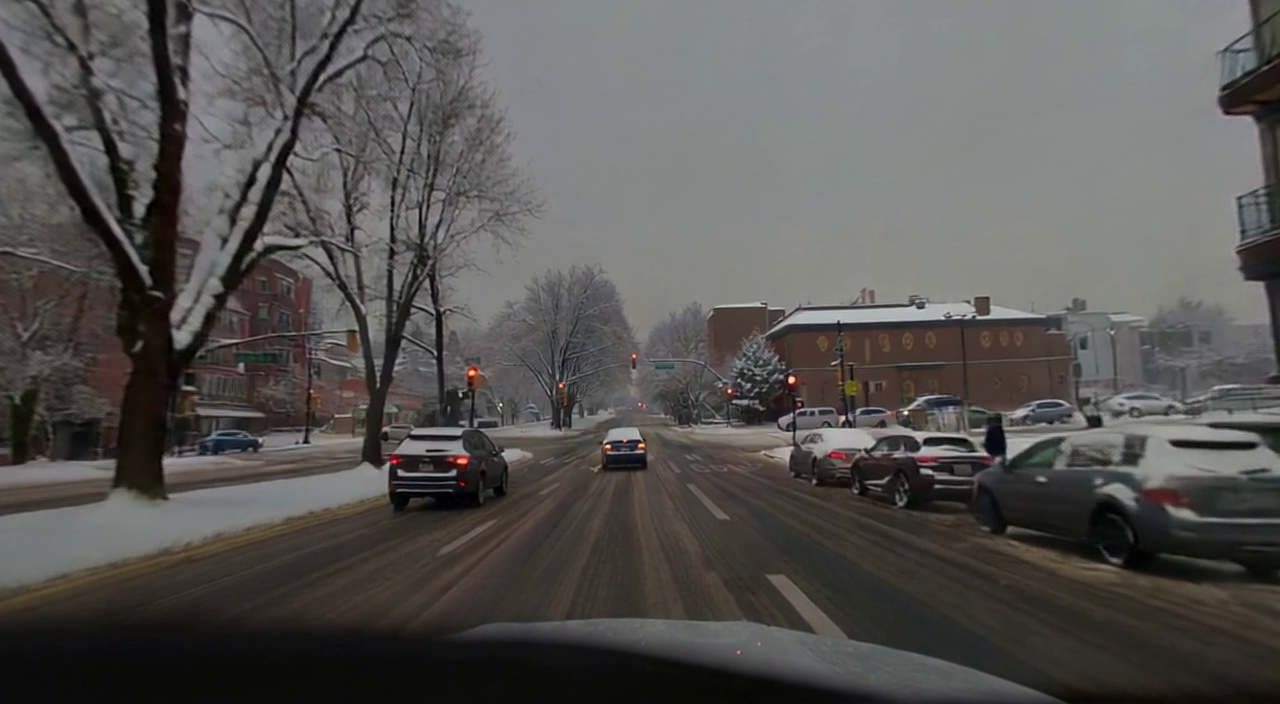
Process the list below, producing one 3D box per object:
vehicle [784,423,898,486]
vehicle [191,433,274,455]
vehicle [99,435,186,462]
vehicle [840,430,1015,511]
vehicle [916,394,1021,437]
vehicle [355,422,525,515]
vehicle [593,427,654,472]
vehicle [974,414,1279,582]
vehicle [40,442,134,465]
[{"bbox_3d":[6.090,3.161,19.760,1.904,1.705,4.510,0,-8,-2],"label":"vehicle"},{"bbox_3d":[-28.192,6.372,43.791,4.453,1.471,1.921,-1,-8,4],"label":"vehicle"},{"bbox_3d":[-34.993,6.822,44.477,4.698,1.833,1.887,-1,-8,7],"label":"vehicle"},{"bbox_3d":[6.069,2.531,13.964,1.959,1.513,4.104,0,-8,1],"label":"vehicle"},{"bbox_3d":[21.520,4.213,41.519,5.756,2.653,2.403,2,-9,-12],"label":"vehicle"},{"bbox_3d":[-3.731,2.270,12.767,1.934,1.522,4.464,0,-8,1],"label":"vehicle"},{"bbox_3d":[-0.544,3.621,23.581,2.082,1.520,3.896,0,-8,0],"label":"vehicle"},{"bbox_3d":[6.178,1.707,8.098,1.877,1.642,3.572,0,-8,2],"label":"vehicle"},{"bbox_3d":[-35.499,6.496,40.637,3.957,1.396,2.134,0,-9,0],"label":"vehicle"}]
